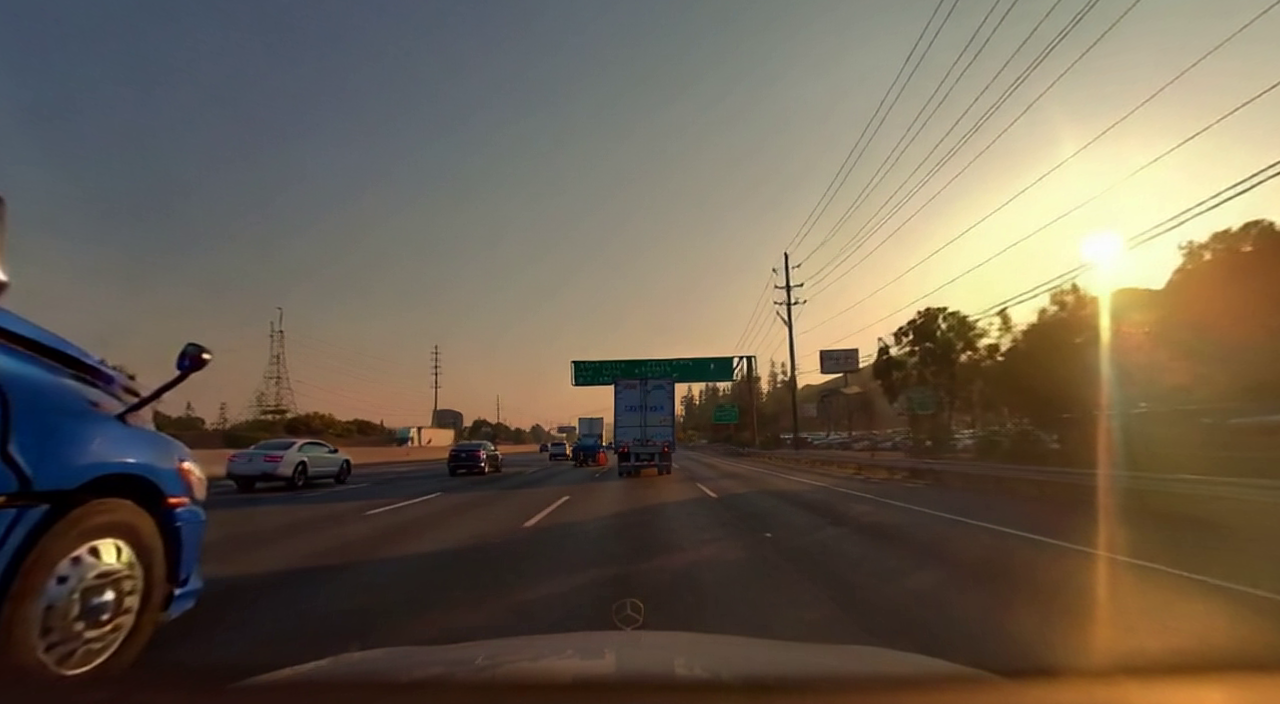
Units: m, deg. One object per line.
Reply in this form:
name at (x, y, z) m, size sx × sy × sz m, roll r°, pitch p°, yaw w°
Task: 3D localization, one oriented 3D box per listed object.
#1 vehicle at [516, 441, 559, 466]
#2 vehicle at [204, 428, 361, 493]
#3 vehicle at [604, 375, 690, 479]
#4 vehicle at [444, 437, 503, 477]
vehicle at (-6.163, 6.164, 38.430) m, size 1.933 × 1.459 × 4.478 m, roll 0°, pitch -9°, yaw -1°
vehicle at (-10.921, 3.357, 19.801) m, size 2.046 × 1.779 × 4.752 m, roll 0°, pitch -9°, yaw 1°
vehicle at (0.177, 3.318, 26.853) m, size 2.941 × 3.604 × 9.851 m, roll 0°, pitch -9°, yaw -1°
vehicle at (-6.971, 4.419, 26.671) m, size 1.736 × 1.580 × 2.778 m, roll 0°, pitch -9°, yaw 0°
